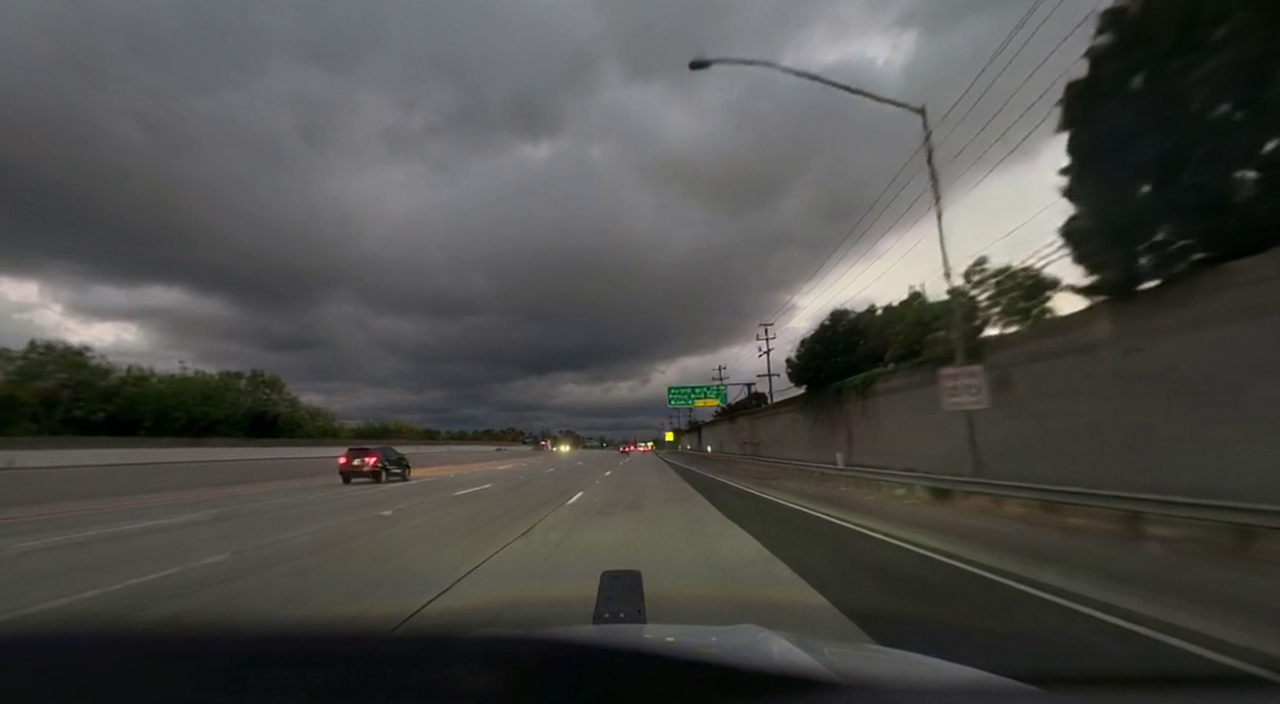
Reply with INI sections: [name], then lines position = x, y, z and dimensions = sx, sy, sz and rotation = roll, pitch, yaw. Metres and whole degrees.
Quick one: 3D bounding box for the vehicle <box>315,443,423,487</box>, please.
[vehicle]
position = -10.144, 4.235, 24.066
dimensions = 2.056, 1.476, 4.562
rotation = -1, -8, 1
